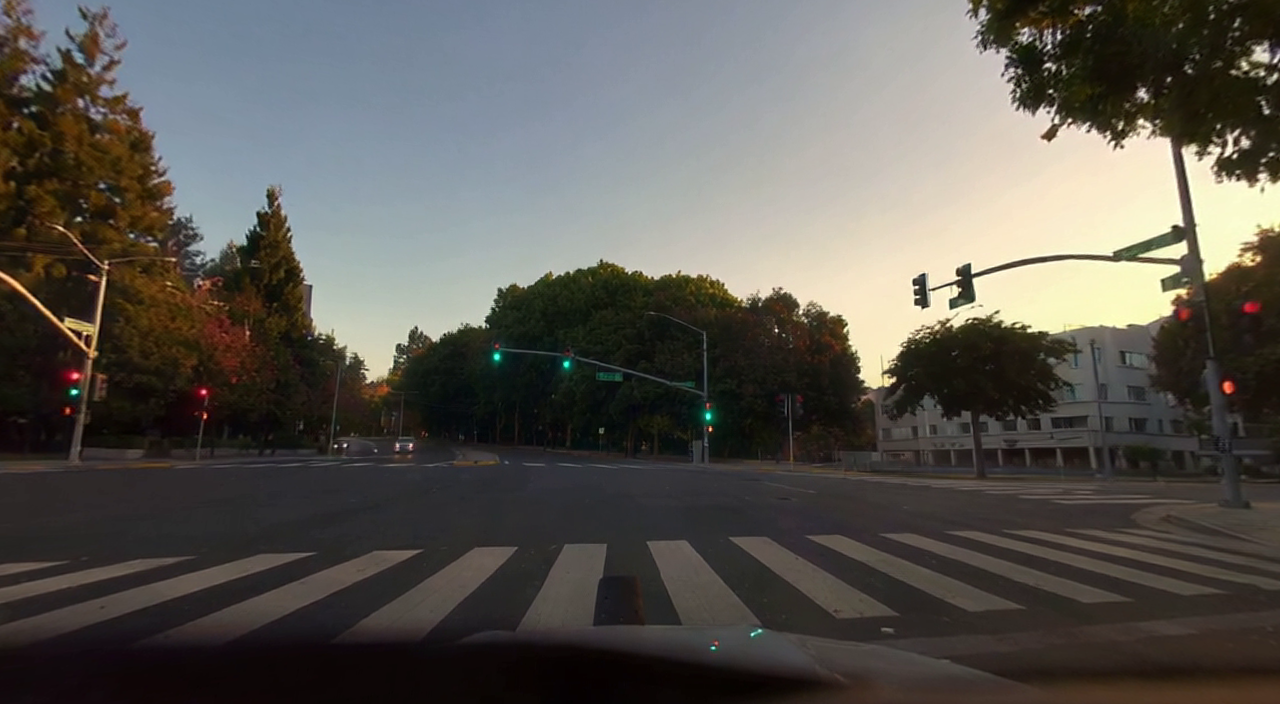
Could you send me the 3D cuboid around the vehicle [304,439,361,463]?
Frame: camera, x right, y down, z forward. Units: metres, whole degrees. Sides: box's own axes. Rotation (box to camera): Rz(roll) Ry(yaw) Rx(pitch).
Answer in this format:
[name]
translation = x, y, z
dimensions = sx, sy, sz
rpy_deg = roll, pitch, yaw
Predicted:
[vehicle]
translation = -19.778, 6.383, 40.795
dimensions = 1.918, 1.432, 4.433
rpy_deg = 1, -9, -7
